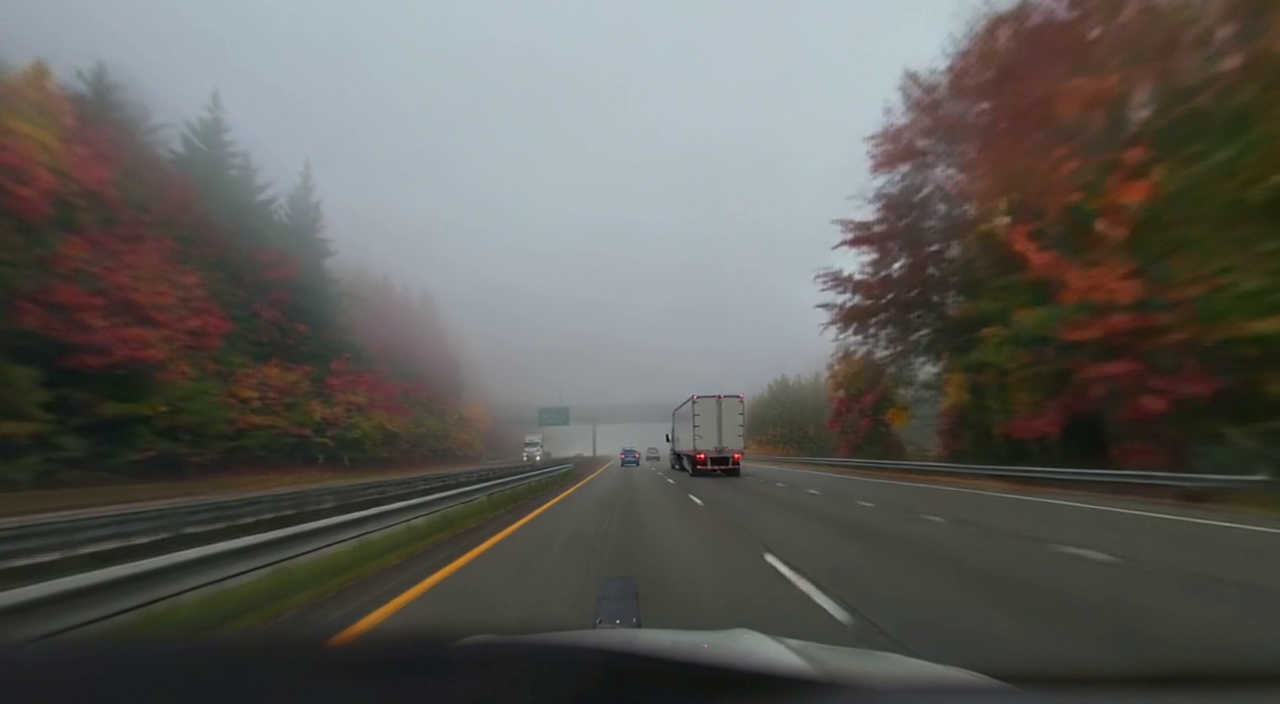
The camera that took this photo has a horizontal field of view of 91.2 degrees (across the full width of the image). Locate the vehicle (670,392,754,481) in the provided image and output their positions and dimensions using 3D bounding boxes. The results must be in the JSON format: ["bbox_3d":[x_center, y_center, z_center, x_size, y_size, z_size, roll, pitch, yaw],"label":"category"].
[{"bbox_3d":[3.842,5.226,37.830,2.956,4.281,14.327,0,-9,-2],"label":"vehicle"}]

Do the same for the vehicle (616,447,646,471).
[{"bbox_3d":[-0.593,7.149,42.027,1.961,1.454,3.755,0,-9,-1],"label":"vehicle"}]
